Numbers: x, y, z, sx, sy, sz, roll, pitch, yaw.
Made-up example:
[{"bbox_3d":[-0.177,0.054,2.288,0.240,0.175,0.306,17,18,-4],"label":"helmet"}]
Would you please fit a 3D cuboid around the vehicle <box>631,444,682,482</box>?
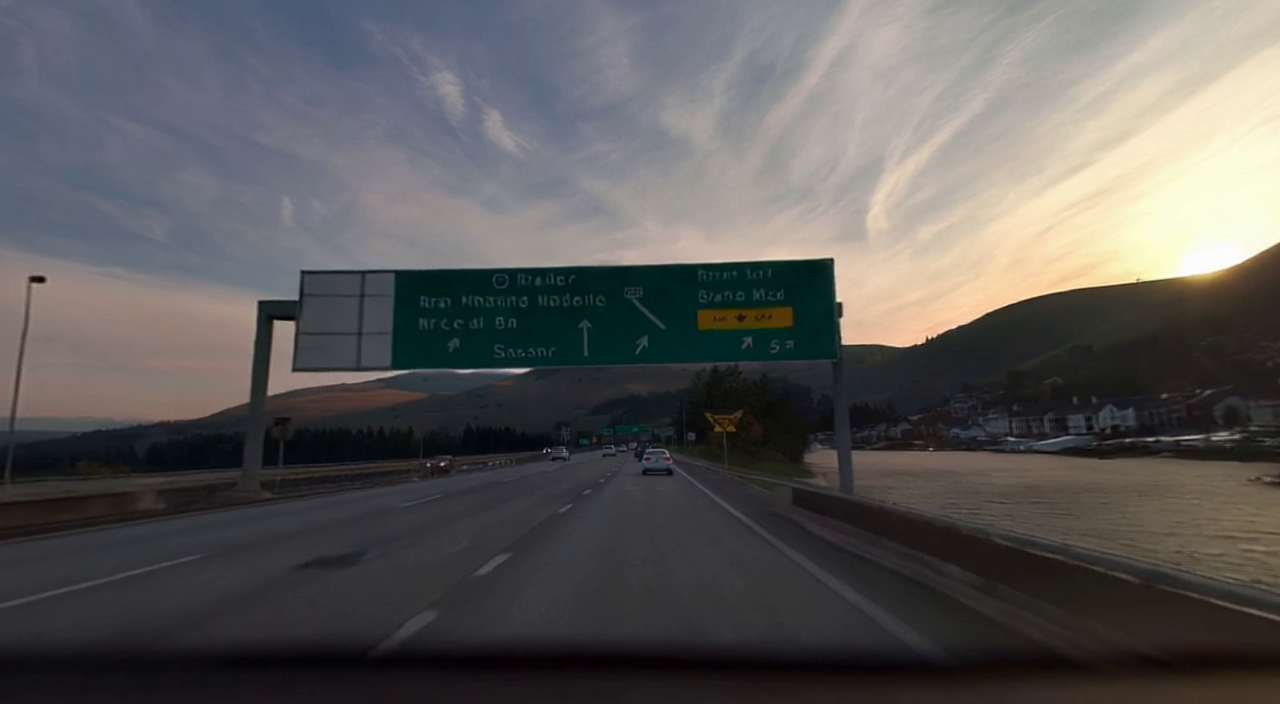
[{"bbox_3d":[0.681,4.744,27.248,2.019,1.475,4.301,-1,-9,0],"label":"vehicle"}]
